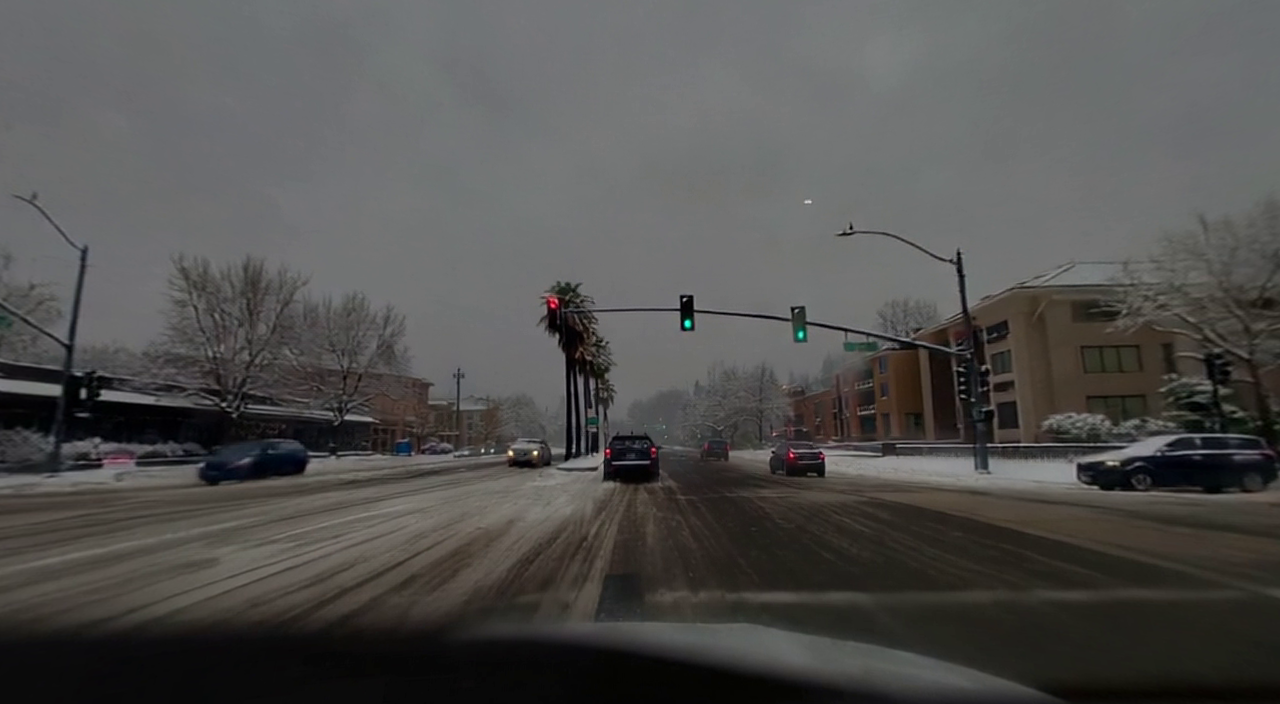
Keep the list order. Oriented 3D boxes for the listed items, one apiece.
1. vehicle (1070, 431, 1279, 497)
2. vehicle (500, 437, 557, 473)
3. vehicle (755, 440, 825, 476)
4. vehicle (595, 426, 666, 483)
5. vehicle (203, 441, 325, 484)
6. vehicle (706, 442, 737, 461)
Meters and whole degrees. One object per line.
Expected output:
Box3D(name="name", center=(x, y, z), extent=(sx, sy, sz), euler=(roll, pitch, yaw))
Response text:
Box3D(name="vehicle", center=(15.351, 3.121, 17.758), extent=(4.722, 1.695, 2.121), euler=(-2, -9, 11))
Box3D(name="vehicle", center=(-5.310, 4.933, 30.495), extent=(2.028, 1.489, 4.386), euler=(-3, -8, -1))
Box3D(name="vehicle", center=(6.716, 4.807, 28.757), extent=(1.975, 1.483, 4.769), euler=(0, -8, -1))
Box3D(name="vehicle", center=(-0.306, 3.622, 22.444), extent=(2.277, 1.816, 4.192), euler=(0, -8, 0))
Box3D(name="vehicle", center=(-14.770, 4.347, 25.113), extent=(1.850, 1.544, 4.858), euler=(0, -8, 0))
Box3D(name="vehicle", center=(6.388, 7.855, 49.829), extent=(1.777, 1.443, 3.942), euler=(0, -8, -2))
